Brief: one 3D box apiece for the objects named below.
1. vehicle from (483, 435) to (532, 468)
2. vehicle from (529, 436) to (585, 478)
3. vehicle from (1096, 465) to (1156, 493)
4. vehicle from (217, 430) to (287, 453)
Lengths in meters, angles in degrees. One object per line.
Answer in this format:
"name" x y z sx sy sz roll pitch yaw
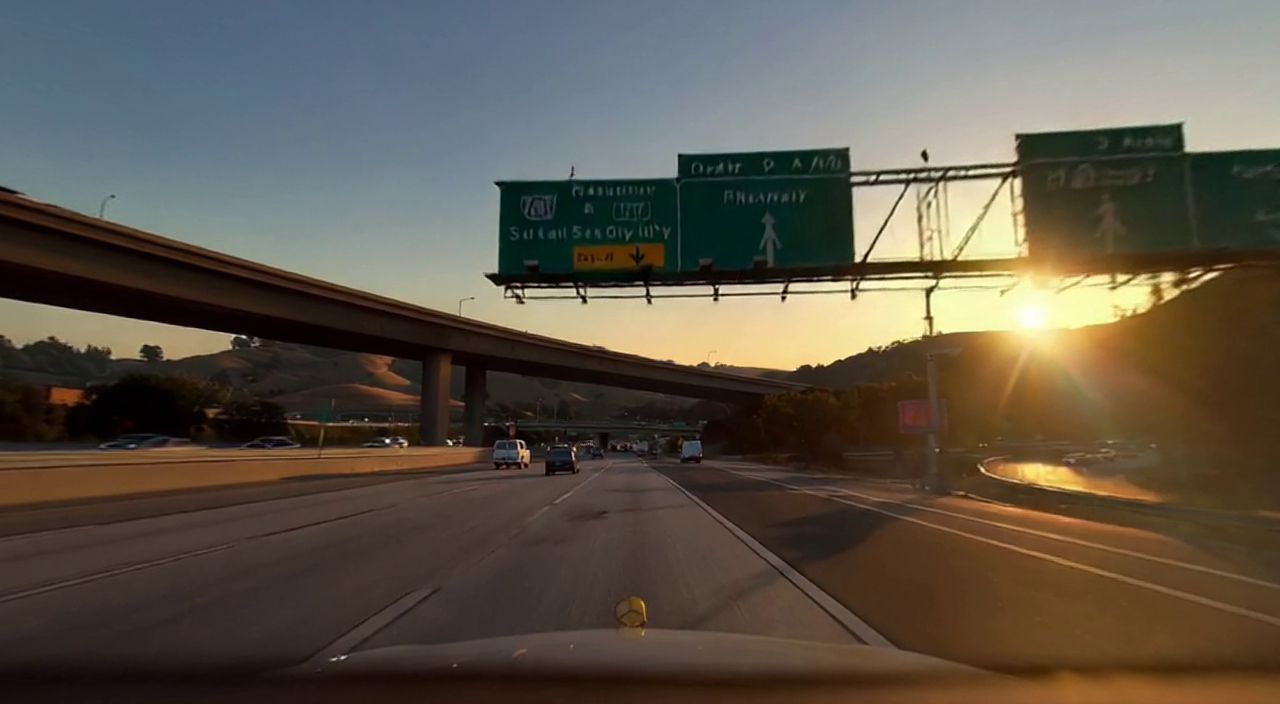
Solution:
"vehicle" -8.366 6.351 40.245 2.132 1.984 4.639 0 -9 -1
"vehicle" -4.008 5.171 31.275 2.144 1.847 4.850 0 -9 0
"vehicle" 31.150 8.100 40.479 1.944 1.528 4.123 -4 -9 22
"vehicle" -30.493 7.102 49.711 1.941 1.677 5.525 0 -9 0
